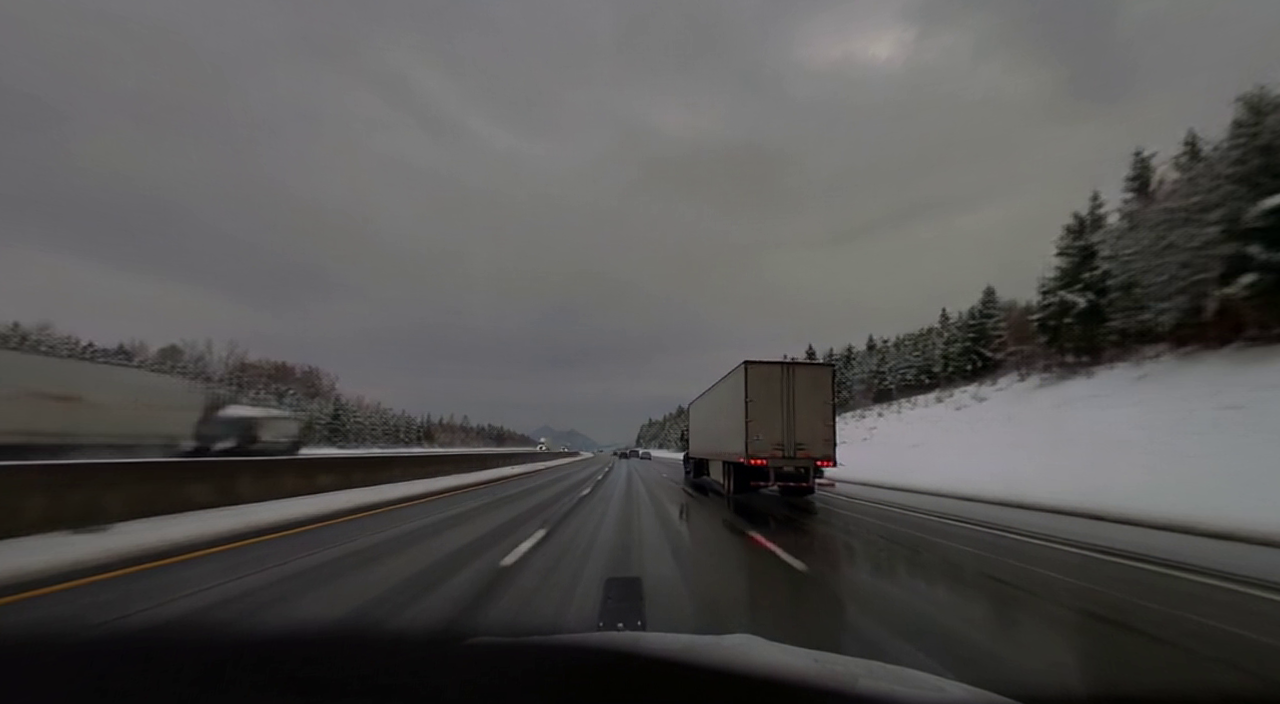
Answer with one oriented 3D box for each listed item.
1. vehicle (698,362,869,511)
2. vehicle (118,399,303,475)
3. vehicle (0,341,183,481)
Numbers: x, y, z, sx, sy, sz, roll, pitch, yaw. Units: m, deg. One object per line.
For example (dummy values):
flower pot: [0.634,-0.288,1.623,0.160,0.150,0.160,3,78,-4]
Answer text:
vehicle: [3.991,2.939,21.139,2.876,3.586,11.726,0,-9,0]
vehicle: [-19.373,4.037,29.364,2.867,3.043,8.226,0,-9,-1]
vehicle: [-19.210,1.906,19.158,2.902,3.820,10.263,0,-9,0]
